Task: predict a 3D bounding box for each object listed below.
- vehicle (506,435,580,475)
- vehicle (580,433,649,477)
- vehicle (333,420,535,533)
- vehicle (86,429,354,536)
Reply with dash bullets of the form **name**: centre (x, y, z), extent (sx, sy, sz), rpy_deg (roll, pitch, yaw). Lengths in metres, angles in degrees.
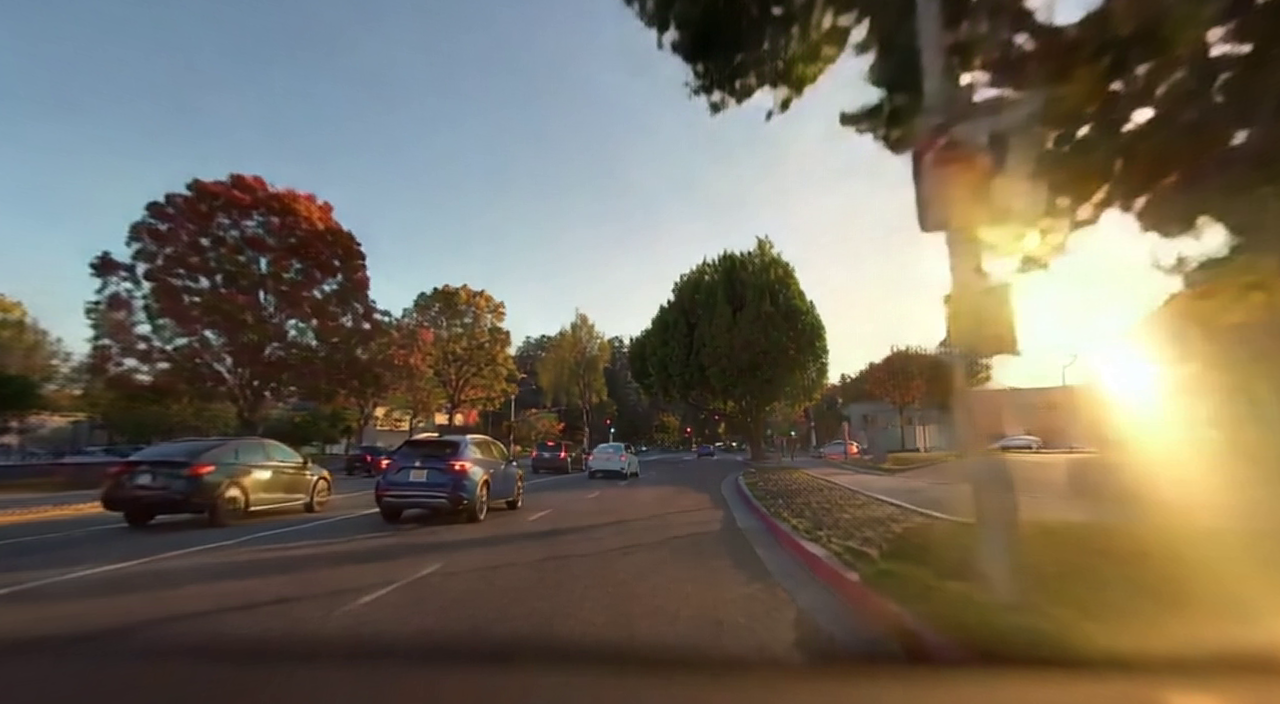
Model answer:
- **vehicle**: centre (-4.745, 5.170, 31.774), extent (2.160, 1.779, 4.549), rpy_deg (0, -9, 12)
- **vehicle**: centre (-1.074, 4.808, 29.720), extent (2.167, 1.832, 4.679), rpy_deg (0, -9, 12)
- **vehicle**: centre (-3.507, 2.208, 11.749), extent (2.002, 1.664, 4.113), rpy_deg (0, -9, 6)
- **vehicle**: centre (-7.337, 2.287, 11.665), extent (1.974, 1.558, 3.949), rpy_deg (1, -9, 5)
